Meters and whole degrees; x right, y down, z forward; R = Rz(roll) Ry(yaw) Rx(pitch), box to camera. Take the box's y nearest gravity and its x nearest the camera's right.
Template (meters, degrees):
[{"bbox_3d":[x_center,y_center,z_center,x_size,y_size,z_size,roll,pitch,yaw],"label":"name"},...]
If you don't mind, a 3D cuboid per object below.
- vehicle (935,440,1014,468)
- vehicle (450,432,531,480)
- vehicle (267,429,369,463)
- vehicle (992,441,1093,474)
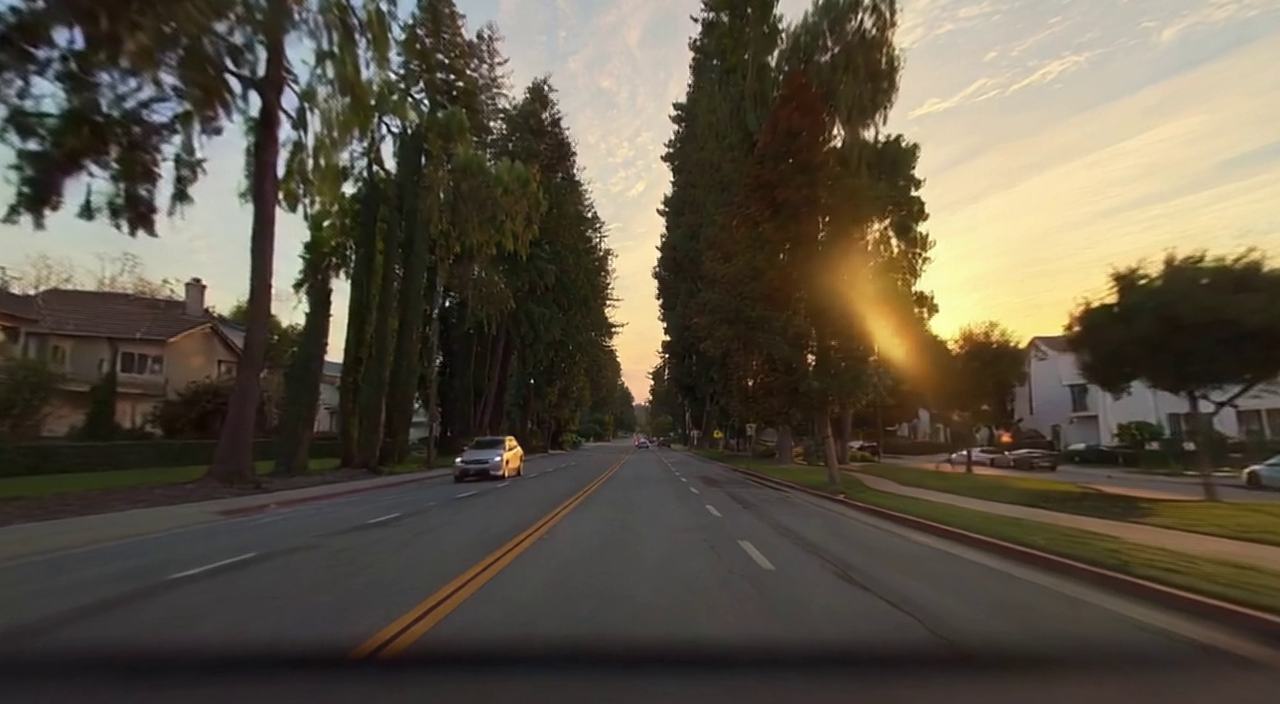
[{"bbox_3d":[18.918,5.762,35.971,1.946,1.459,4.489,0,-8,-1],"label":"vehicle"},{"bbox_3d":[-6.120,4.318,26.502,2.108,1.793,4.864,0,-8,1],"label":"vehicle"},{"bbox_3d":[-16.191,4.757,31.930,4.045,1.622,1.983,-1,-8,4],"label":"vehicle"},{"bbox_3d":[19.040,4.994,30.169,1.773,1.463,4.486,0,-8,-1],"label":"vehicle"}]
